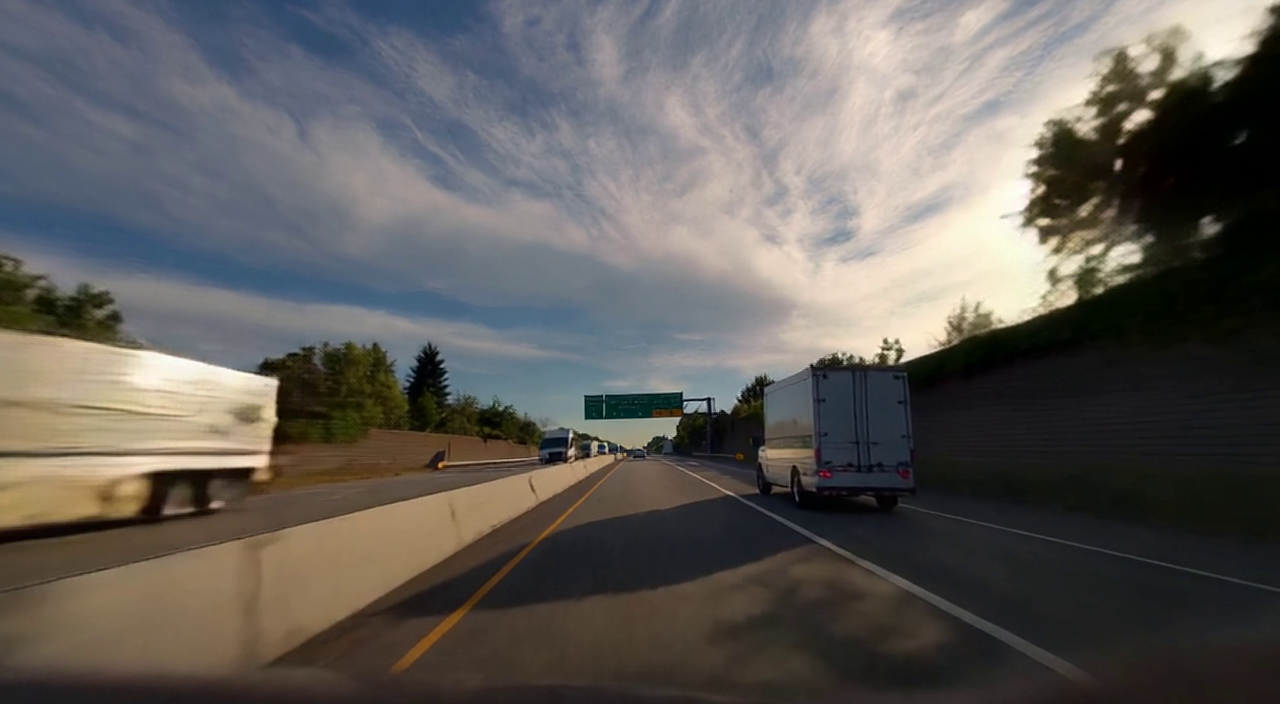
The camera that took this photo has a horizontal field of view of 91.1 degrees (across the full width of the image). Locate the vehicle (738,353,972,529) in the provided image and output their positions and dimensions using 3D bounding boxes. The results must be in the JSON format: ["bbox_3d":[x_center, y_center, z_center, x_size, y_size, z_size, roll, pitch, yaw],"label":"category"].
[{"bbox_3d":[3.977,1.928,13.540,2.449,2.805,6.763,0,-9,-1],"label":"vehicle"}]

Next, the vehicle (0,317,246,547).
[{"bbox_3d":[-12.767,1.642,12.505,3.343,3.928,10.064,0,-9,0],"label":"vehicle"}]
